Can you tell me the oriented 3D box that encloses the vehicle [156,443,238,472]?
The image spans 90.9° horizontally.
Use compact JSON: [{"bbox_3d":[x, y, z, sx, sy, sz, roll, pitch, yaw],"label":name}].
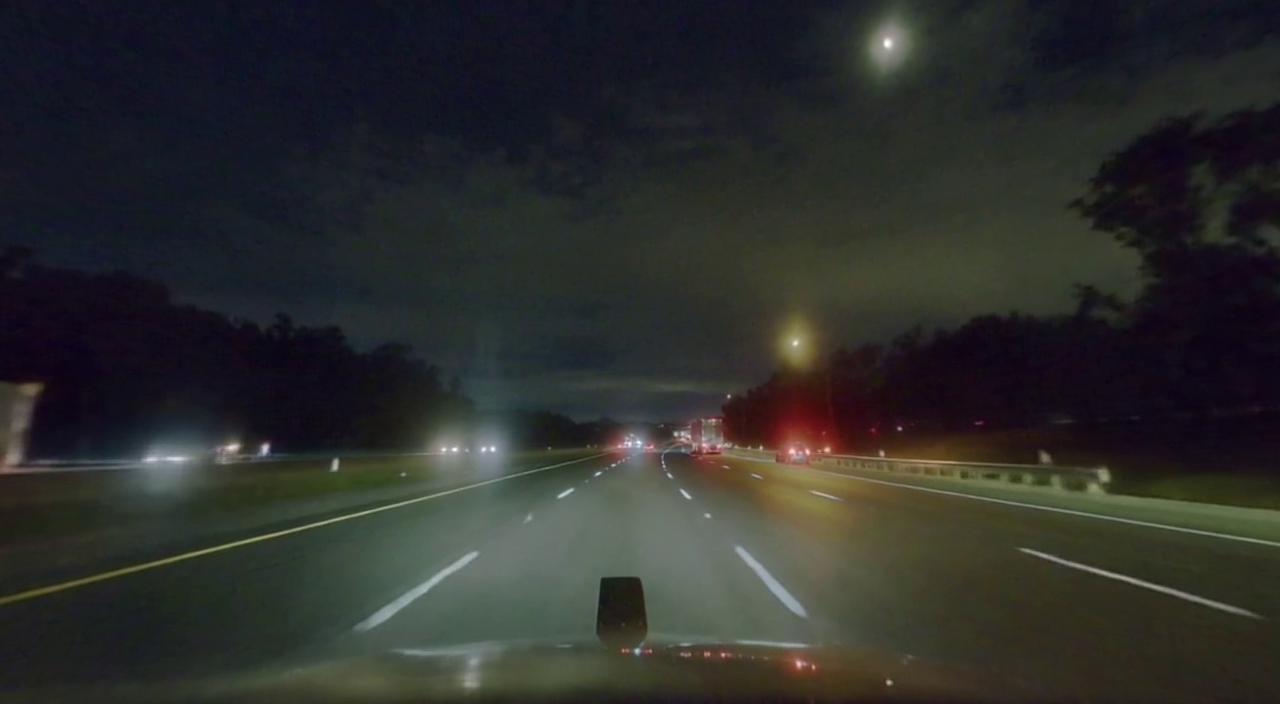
[{"bbox_3d":[-27.805,6.621,39.753,1.887,1.670,4.386,-1,-8,1],"label":"vehicle"}]
